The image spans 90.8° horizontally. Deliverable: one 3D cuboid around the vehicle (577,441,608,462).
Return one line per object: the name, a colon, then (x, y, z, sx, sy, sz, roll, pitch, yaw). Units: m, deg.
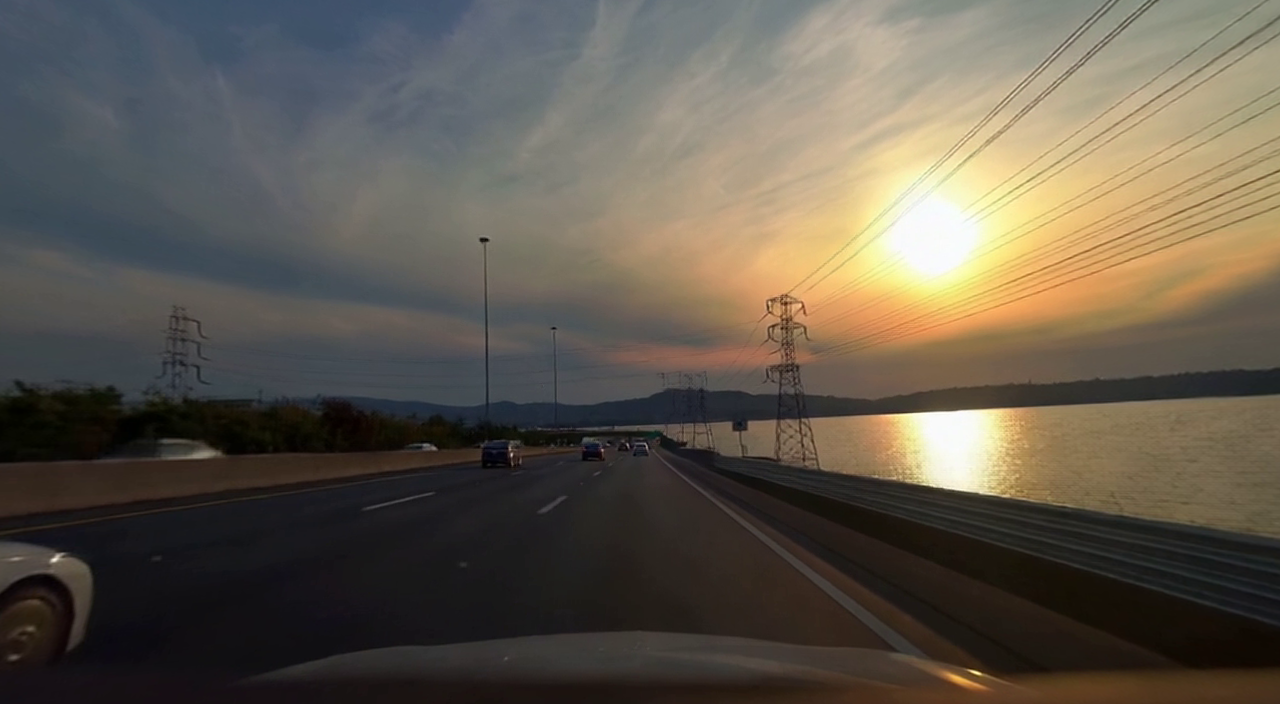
vehicle: (-3.483, 7.404, 47.037, 1.957, 1.494, 4.207, 0, -8, 1)

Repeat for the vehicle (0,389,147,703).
vehicle: (-3.629, 0.684, 1.027, 2.015, 1.501, 4.454, 0, -8, 0)

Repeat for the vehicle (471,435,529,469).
vehicle: (-7.460, 5.369, 34.063, 2.050, 1.717, 4.418, 0, -8, 1)
